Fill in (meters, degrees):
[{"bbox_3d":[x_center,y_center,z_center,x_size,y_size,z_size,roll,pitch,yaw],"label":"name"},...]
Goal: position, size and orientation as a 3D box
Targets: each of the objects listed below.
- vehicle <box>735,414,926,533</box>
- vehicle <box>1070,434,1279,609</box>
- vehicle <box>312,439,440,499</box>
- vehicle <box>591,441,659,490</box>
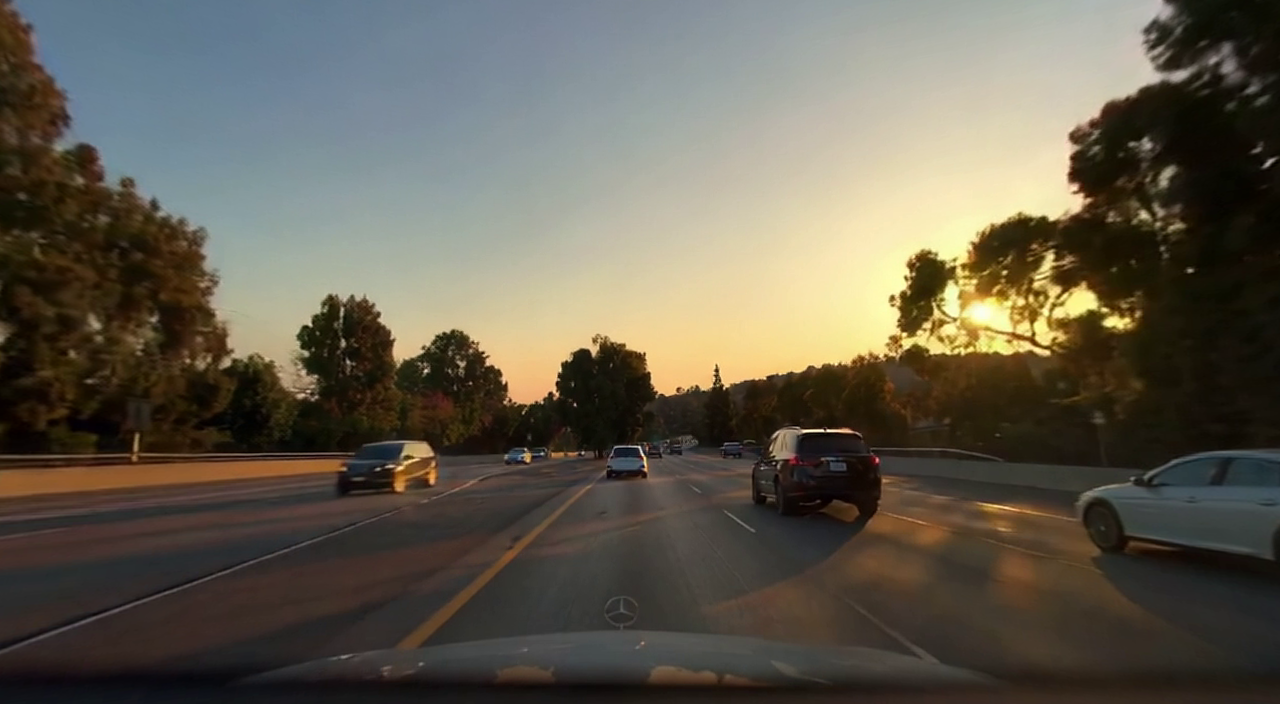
[{"bbox_3d":[3.333,2.245,12.237,2.186,1.842,4.553,0,-9,-1],"label":"vehicle"},{"bbox_3d":[6.640,1.453,5.481,2.434,1.467,4.726,0,-9,-1],"label":"vehicle"},{"bbox_3d":[-7.571,3.393,18.696,2.011,1.536,4.411,0,-9,-2],"label":"vehicle"},{"bbox_3d":[-0.452,3.714,20.955,2.040,1.451,3.736,0,-9,0],"label":"vehicle"}]
